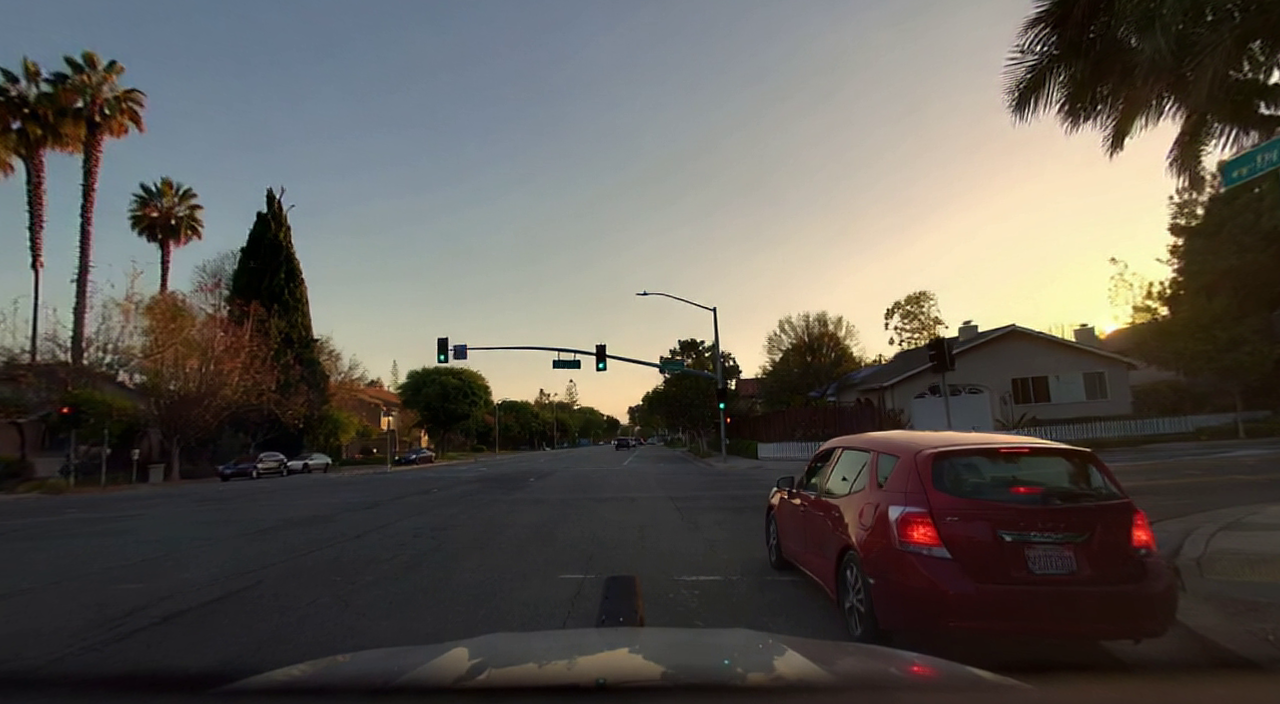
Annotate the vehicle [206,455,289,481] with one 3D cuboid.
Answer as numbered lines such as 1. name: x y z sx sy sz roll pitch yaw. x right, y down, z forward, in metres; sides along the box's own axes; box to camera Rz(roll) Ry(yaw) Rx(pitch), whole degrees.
1. vehicle: -24.093 7.113 39.009 2.019 1.427 4.630 0 -9 1

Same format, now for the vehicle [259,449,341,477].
1. vehicle: -20.055 6.521 37.516 2.084 1.528 4.778 -1 -9 2
